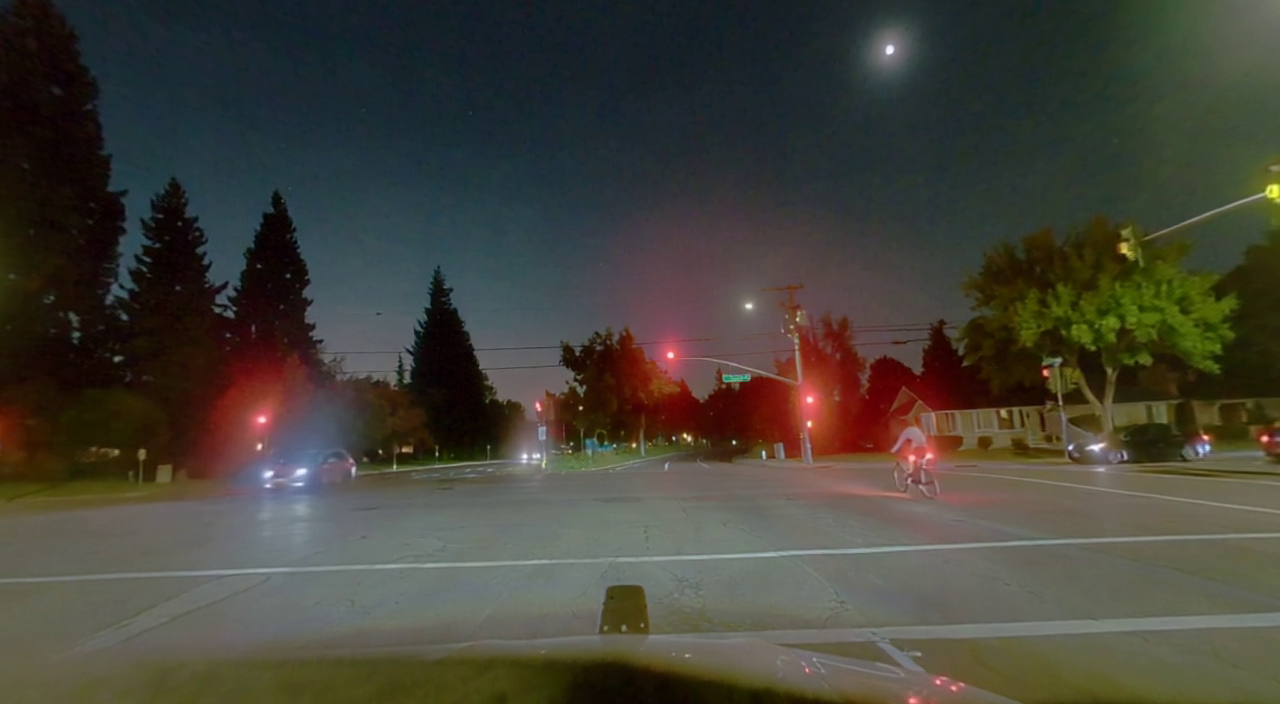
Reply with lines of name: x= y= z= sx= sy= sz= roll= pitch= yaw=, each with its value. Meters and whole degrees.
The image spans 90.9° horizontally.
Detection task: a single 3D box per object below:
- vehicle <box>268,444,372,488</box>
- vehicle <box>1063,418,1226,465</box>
vehicle: x=-14.089 y=5.017 z=28.108 sx=2.148 sy=1.753 sz=4.558 roll=0 pitch=-9 yaw=1
vehicle: x=17.306 y=3.100 z=21.773 sx=3.969 sy=1.493 sz=1.823 roll=0 pitch=-9 yaw=1
